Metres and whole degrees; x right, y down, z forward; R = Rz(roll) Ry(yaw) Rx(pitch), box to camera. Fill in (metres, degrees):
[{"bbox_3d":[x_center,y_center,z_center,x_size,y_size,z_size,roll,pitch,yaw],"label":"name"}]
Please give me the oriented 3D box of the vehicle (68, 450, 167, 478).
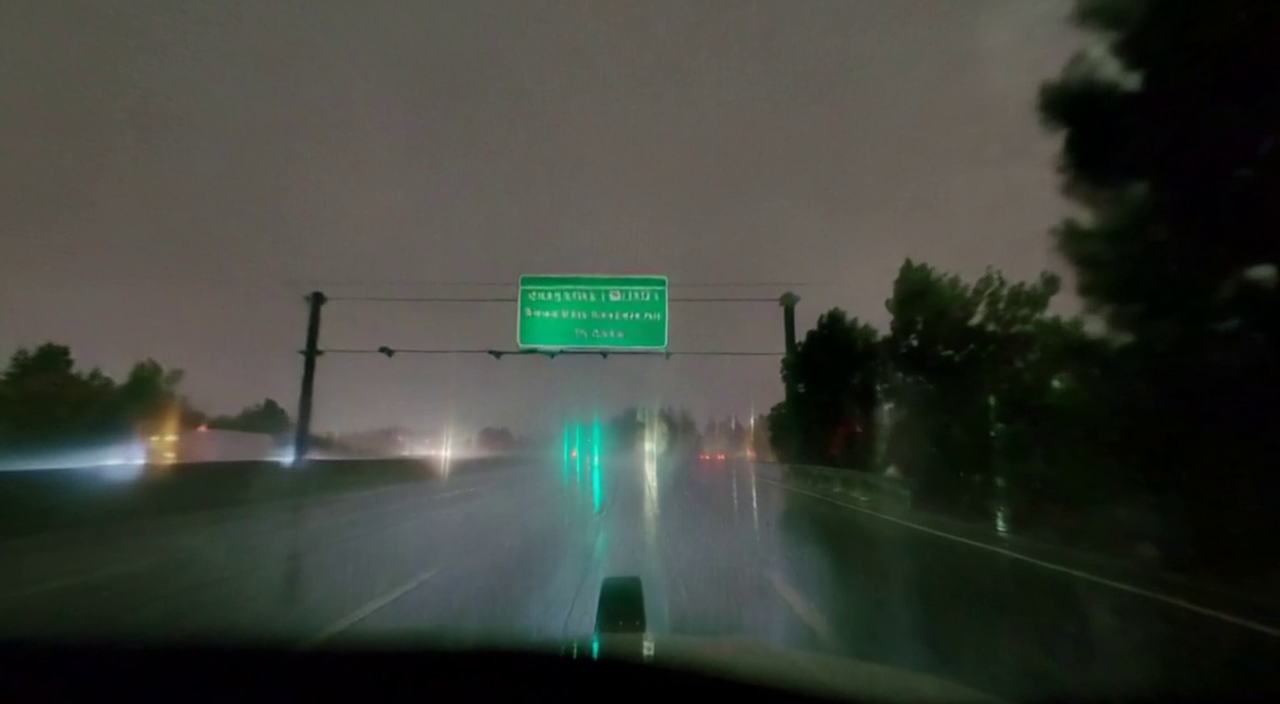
[{"bbox_3d":[-35.991,7.687,43.630,2.070,1.743,5.624,0,-8,0],"label":"vehicle"}]
